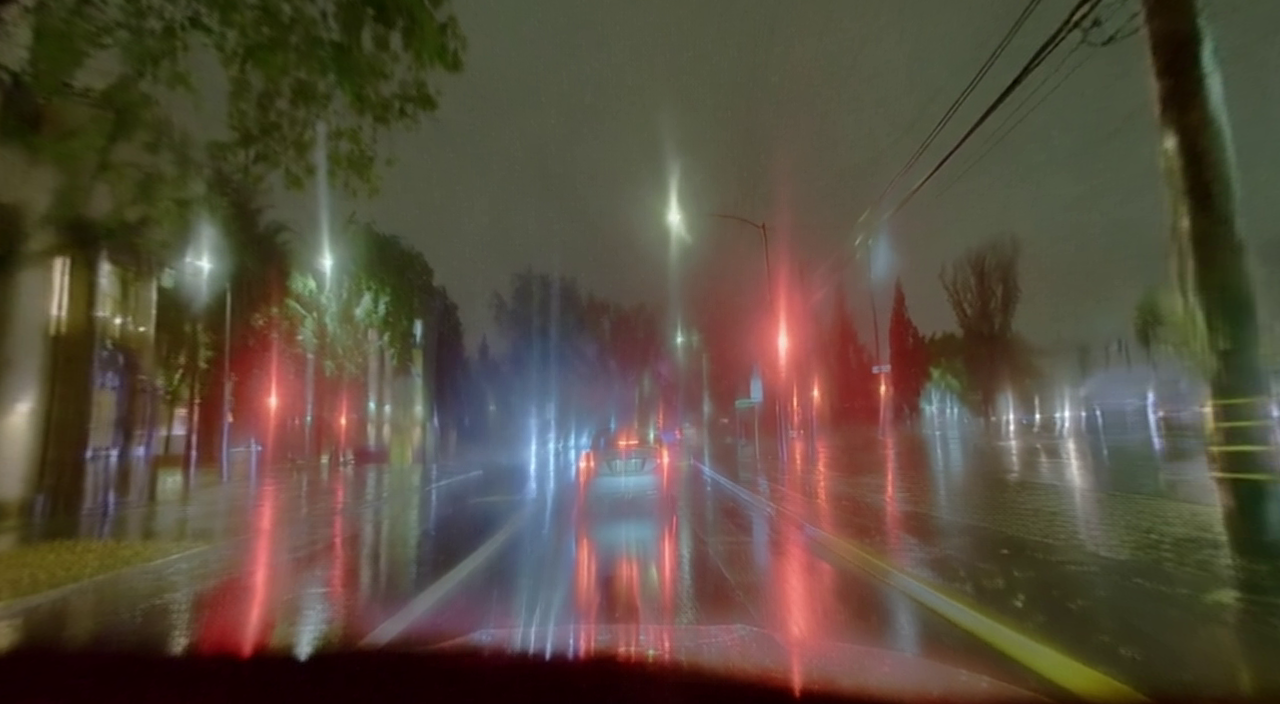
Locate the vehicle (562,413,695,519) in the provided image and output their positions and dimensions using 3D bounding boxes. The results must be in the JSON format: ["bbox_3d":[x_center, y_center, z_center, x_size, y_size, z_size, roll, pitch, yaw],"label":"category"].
[{"bbox_3d":[-0.167,2.112,12.131,2.142,1.686,3.816,-1,-8,1],"label":"vehicle"}]

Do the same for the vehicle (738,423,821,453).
[{"bbox_3d":[8.159,5.062,37.110,4.401,1.651,1.966,-1,-8,1],"label":"vehicle"}]
